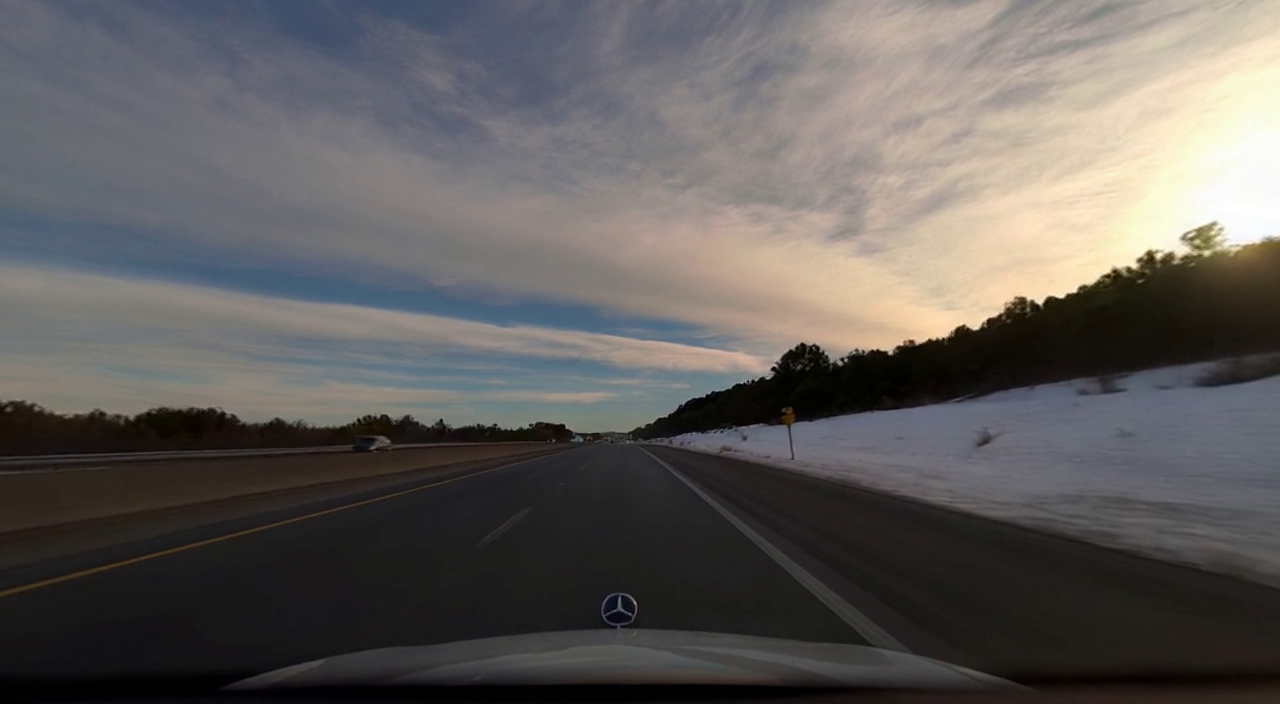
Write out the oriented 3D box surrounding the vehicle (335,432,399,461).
[{"bbox_3d":[-15.467,5.346,35.843,1.853,1.514,3.922,0,-8,0],"label":"vehicle"}]
